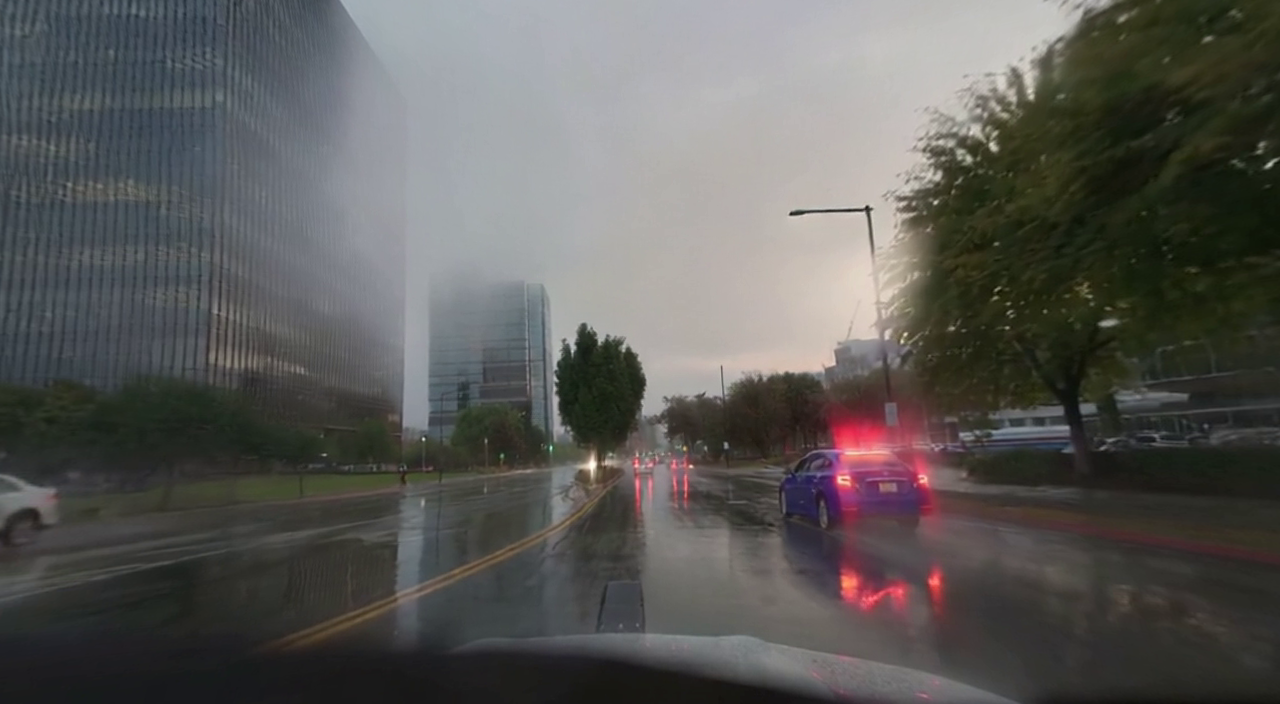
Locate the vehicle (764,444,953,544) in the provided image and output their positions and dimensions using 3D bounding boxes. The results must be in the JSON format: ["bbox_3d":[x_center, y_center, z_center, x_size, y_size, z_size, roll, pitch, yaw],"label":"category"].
[{"bbox_3d":[3.779,2.512,11.797,1.993,1.501,4.127,0,-9,-1],"label":"vehicle"}]

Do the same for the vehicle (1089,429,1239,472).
[{"bbox_3d":[20.735,3.896,25.022,4.373,1.580,1.729,0,-9,-2],"label":"vehicle"}]
